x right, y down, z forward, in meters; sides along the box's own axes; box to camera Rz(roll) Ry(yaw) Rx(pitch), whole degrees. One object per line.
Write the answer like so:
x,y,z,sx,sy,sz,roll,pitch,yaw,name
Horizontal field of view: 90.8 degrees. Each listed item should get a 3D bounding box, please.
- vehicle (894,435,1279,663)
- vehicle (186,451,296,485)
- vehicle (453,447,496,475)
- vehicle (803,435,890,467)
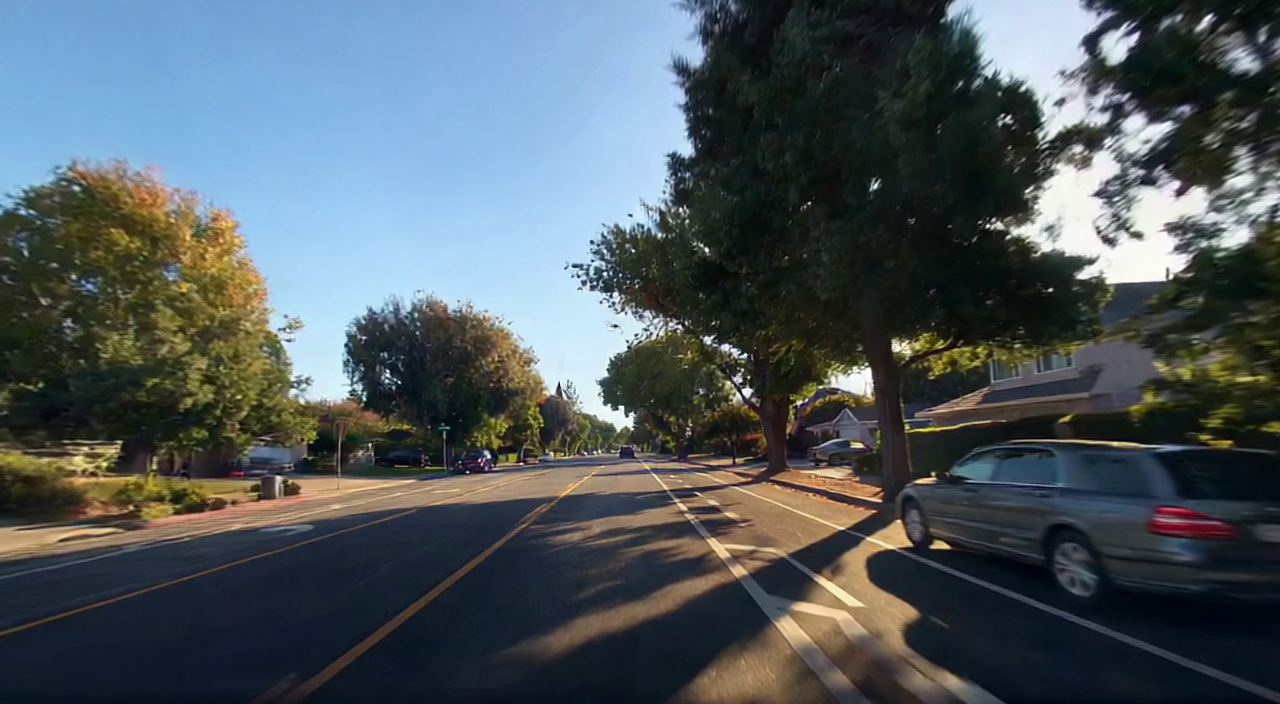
4.628,1.632,6.509,2.012,1.474,4.506,0,-8,-2,vehicle
-22.097,6.406,35.154,4.684,1.758,2.138,-1,-8,2,vehicle
-12.454,8.266,47.908,2.062,1.821,4.880,-3,-9,-2,vehicle
11.687,5.622,36.014,4.194,1.680,2.150,-1,-8,1,vehicle
